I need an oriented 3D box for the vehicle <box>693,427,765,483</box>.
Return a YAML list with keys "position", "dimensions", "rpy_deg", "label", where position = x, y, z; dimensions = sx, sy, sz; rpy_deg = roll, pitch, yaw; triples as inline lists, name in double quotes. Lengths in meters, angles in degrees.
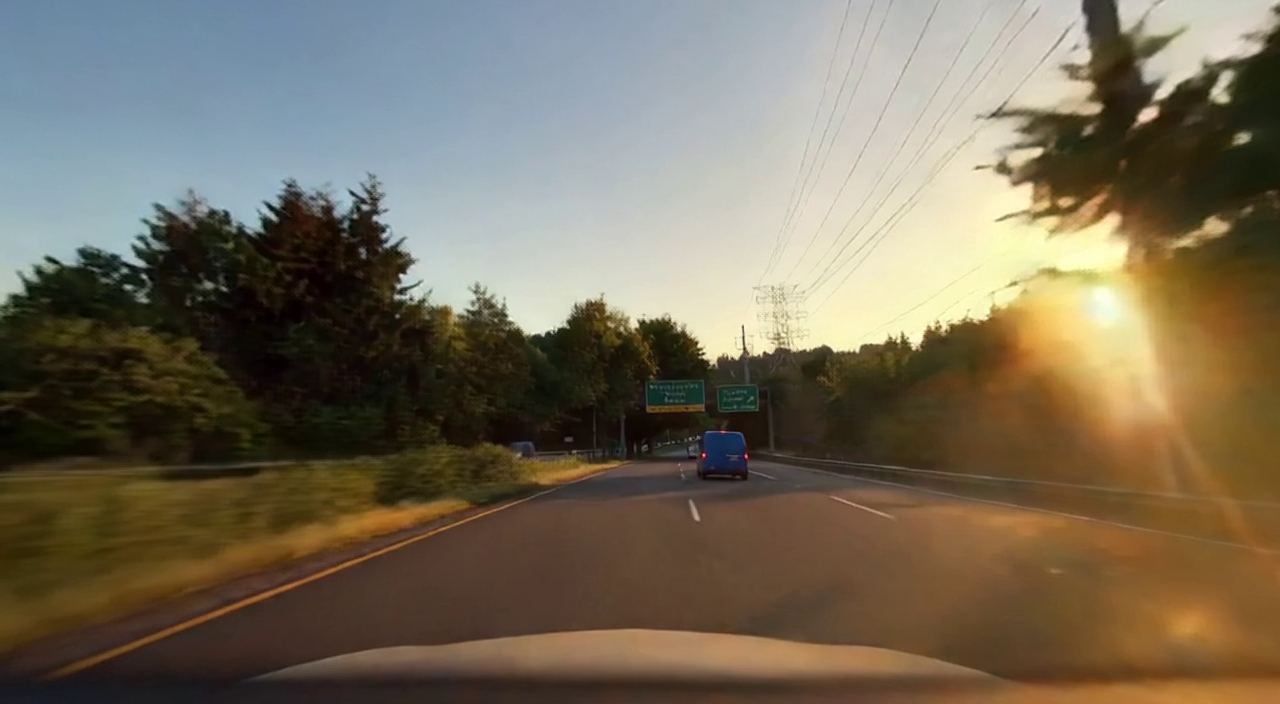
- position: [3.397, 4.087, 25.172]
  dimensions: [2.261, 1.969, 5.104]
  rpy_deg: [0, -9, 1]
  label: "vehicle"
